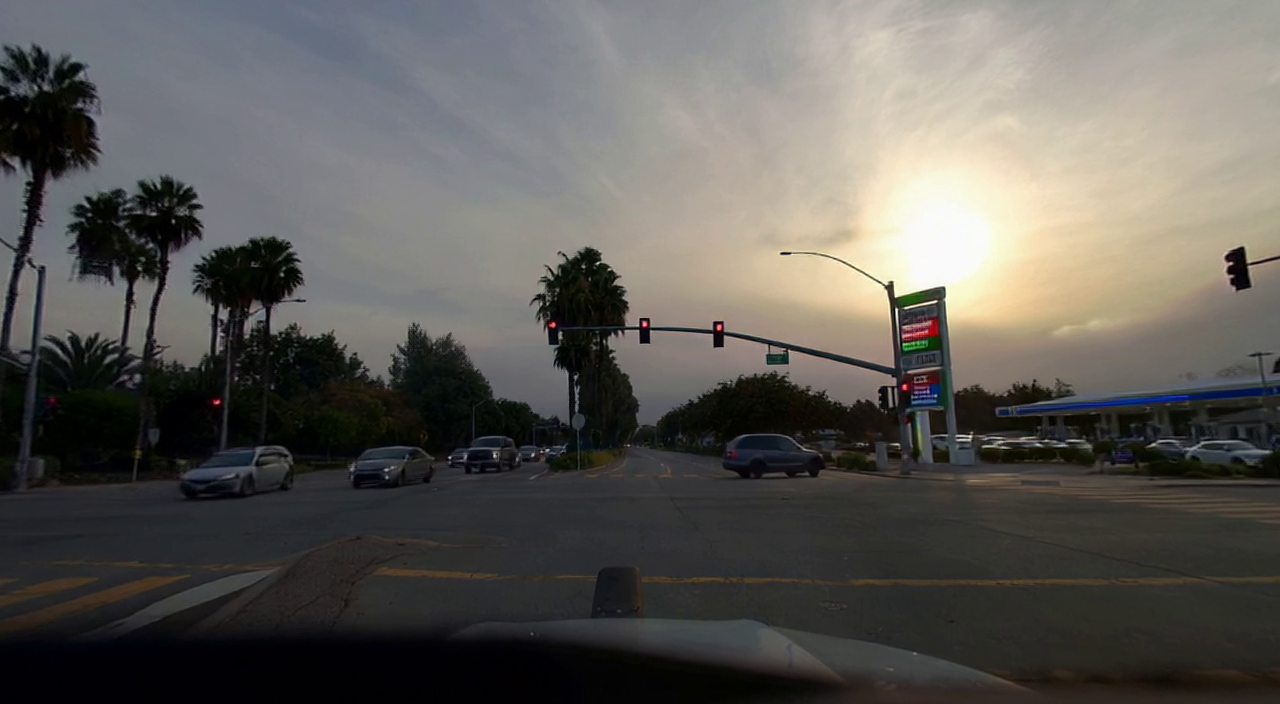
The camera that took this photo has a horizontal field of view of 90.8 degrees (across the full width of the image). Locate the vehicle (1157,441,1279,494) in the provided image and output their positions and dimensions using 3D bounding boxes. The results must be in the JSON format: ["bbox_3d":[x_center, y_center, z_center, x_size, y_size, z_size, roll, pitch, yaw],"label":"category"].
[{"bbox_3d":[18.720,3.407,18.822,5.015,1.446,1.862,0,-9,-2],"label":"vehicle"}]

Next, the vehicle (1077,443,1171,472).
[{"bbox_3d":[24.265,5.297,31.736,3.474,1.376,1.538,0,-9,-2],"label":"vehicle"}]

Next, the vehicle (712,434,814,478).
[{"bbox_3d":[5.430,4.520,27.565,1.929,1.719,4.892,-8,-12,44],"label":"vehicle"}]

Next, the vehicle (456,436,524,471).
[{"bbox_3d":[-8.721,5.979,37.426,2.609,1.865,5.875,0,-9,0],"label":"vehicle"}]

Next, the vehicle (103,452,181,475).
[{"bbox_3d":[-35.231,7.866,44.852,1.886,1.523,4.581,0,-9,-1],"label":"vehicle"}]

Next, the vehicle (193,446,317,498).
[{"bbox_3d":[-11.920,3.700,19.843,1.633,1.460,3.540,0,-9,0],"label":"vehicle"}]

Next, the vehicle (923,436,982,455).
[{"bbox_3d":[22.544,6.762,45.658,3.356,1.395,1.559,0,-9,-1],"label":"vehicle"}]

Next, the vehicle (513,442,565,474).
[{"bbox_3d":[-5.045,5.357,32.186,2.079,1.490,5.064,0,-9,-3],"label":"vehicle"}]

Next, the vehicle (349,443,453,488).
[{"bbox_3d":[-8.747,4.187,23.628,2.034,1.510,4.647,0,-9,1],"label":"vehicle"}]
